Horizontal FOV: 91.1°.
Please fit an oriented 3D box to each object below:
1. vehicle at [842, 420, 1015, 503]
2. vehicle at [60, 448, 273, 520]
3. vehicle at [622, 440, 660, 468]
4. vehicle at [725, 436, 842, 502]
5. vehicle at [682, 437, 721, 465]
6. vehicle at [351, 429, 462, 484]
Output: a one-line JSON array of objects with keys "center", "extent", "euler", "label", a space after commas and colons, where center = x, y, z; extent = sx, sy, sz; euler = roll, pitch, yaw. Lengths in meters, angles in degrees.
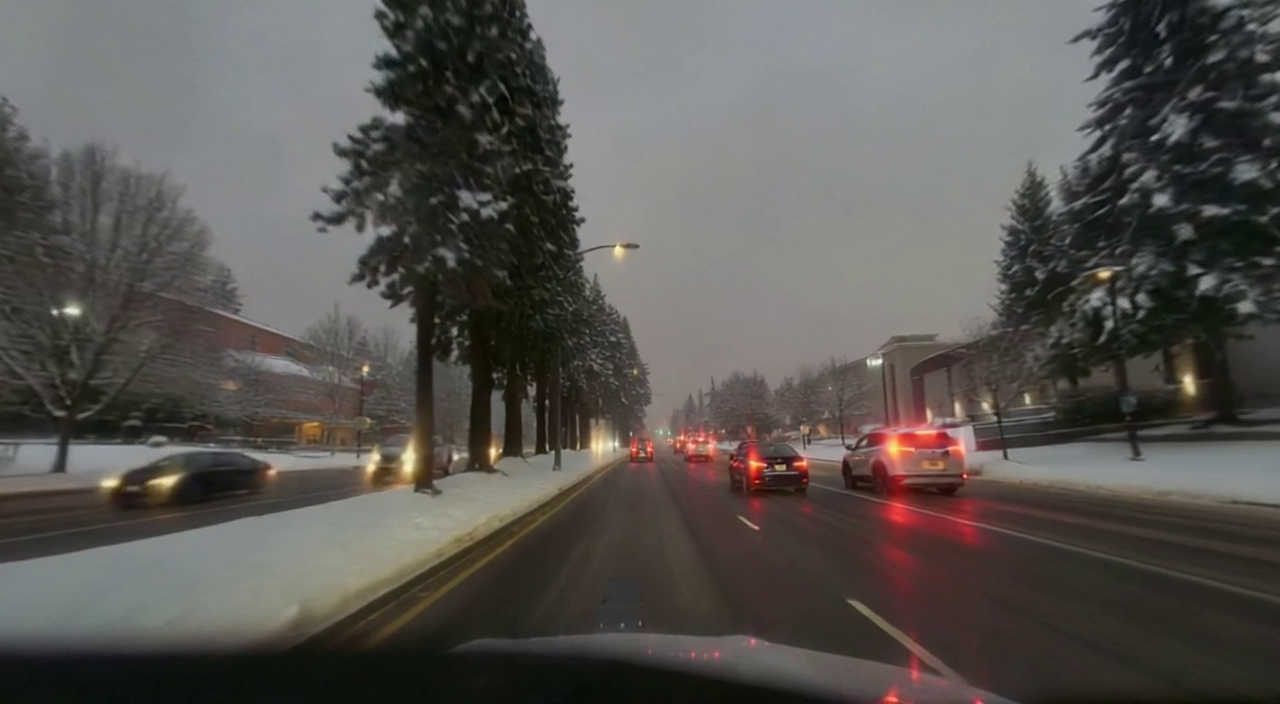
[{"center": [7.373, 2.873, 16.807], "extent": [2.188, 1.840, 5.050], "euler": [0, -9, 0], "label": "vehicle"}, {"center": [-11.448, 3.165, 15.677], "extent": [1.866, 1.500, 4.361], "euler": [0, -9, 0], "label": "vehicle"}, {"center": [0.073, 6.007, 37.115], "extent": [2.111, 1.506, 4.018], "euler": [0, -9, 0], "label": "vehicle"}, {"center": [3.631, 3.059, 16.835], "extent": [2.010, 1.490, 4.639], "euler": [0, -9, -1], "label": "vehicle"}, {"center": [4.085, 6.697, 42.516], "extent": [2.130, 1.718, 4.310], "euler": [0, -9, -1], "label": "vehicle"}, {"center": [-8.241, 3.758, 22.731], "extent": [2.116, 1.747, 4.727], "euler": [0, -9, 1], "label": "vehicle"}]
